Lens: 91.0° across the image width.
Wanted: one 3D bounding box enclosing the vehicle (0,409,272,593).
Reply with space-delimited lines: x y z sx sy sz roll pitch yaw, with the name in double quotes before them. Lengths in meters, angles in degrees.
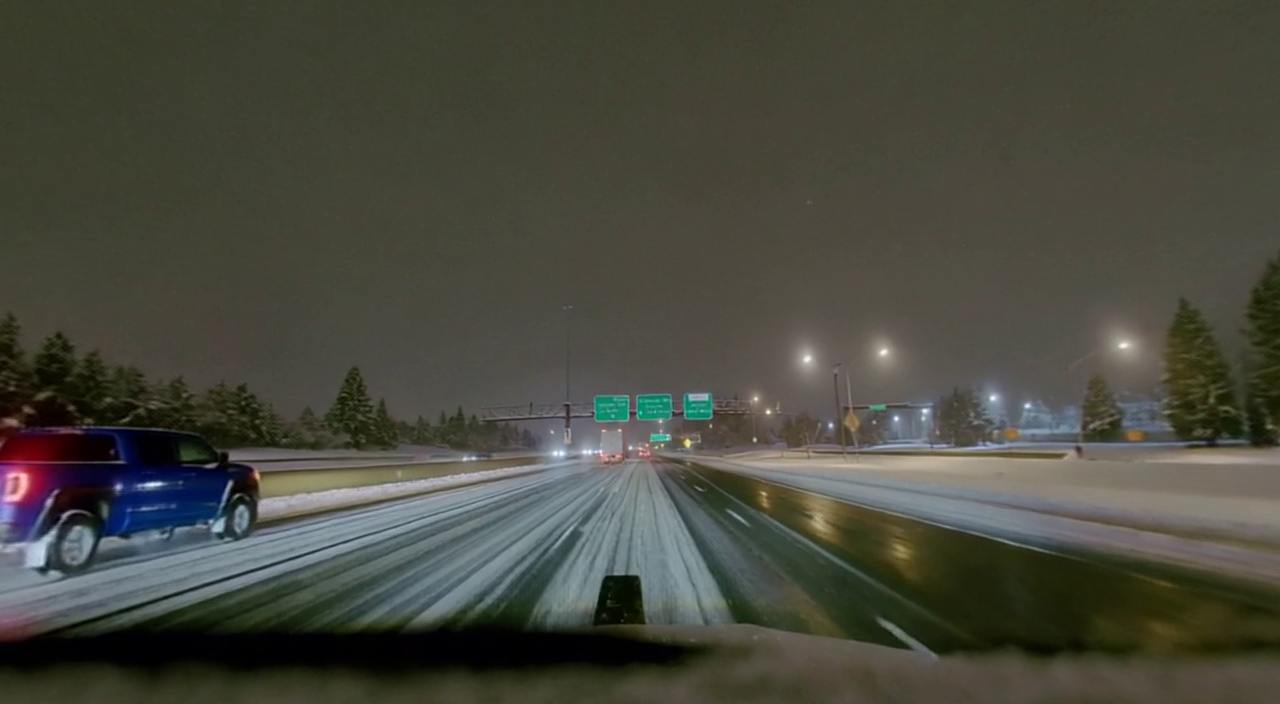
"vehicle" -7.160 1.707 7.858 2.168 1.729 4.724 0 -9 1
